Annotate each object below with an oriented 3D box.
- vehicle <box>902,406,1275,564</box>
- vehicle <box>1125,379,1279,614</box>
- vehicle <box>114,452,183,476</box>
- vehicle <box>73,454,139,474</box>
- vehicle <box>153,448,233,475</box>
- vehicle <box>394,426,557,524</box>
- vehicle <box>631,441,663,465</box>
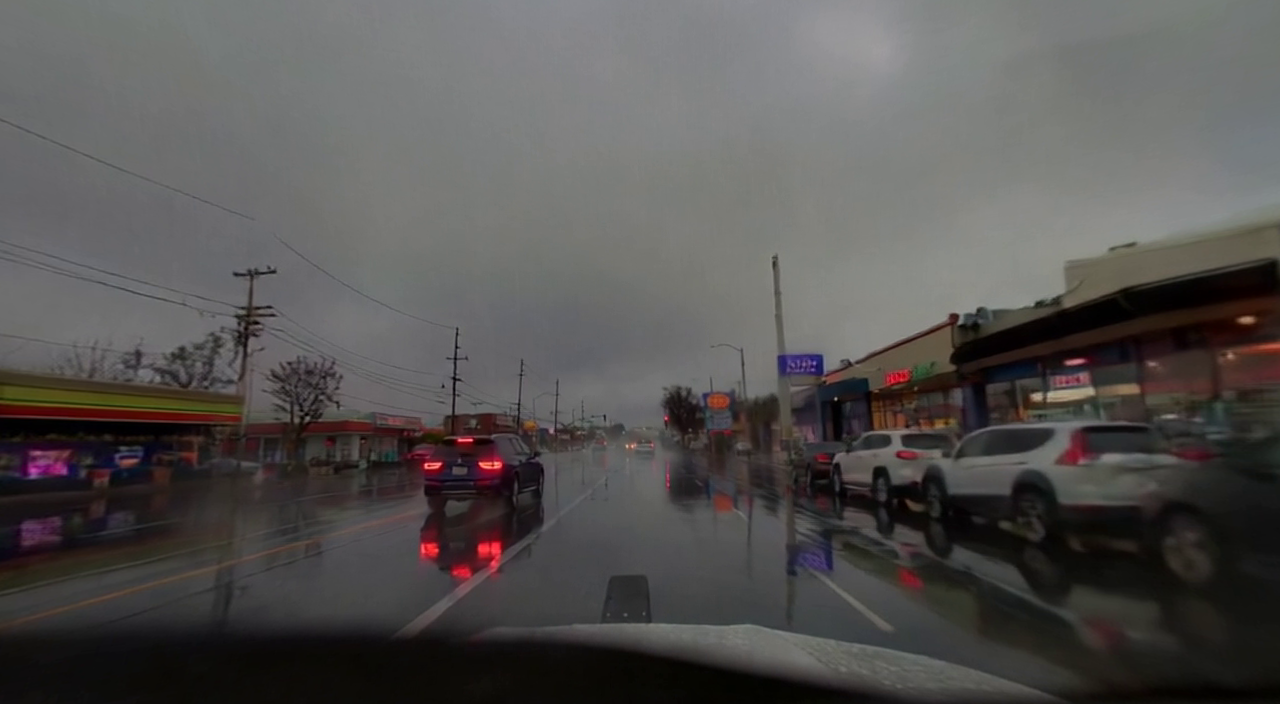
[{"bbox_3d":[6.370,1.968,10.089,2.116,1.836,5.235,0,-9,0],"label":"vehicle"},{"bbox_3d":[6.302,1.056,4.348,2.128,1.900,4.724,0,-9,1],"label":"vehicle"},{"bbox_3d":[-35.509,8.052,45.478,4.731,1.511,1.768,-5,-7,22],"label":"vehicle"},{"bbox_3d":[-39.988,8.366,47.206,4.129,1.442,1.732,-3,-9,18],"label":"vehicle"},{"bbox_3d":[-31.053,7.610,43.773,4.589,1.779,2.154,-3,-9,20],"label":"vehicle"},{"bbox_3d":[-3.086,2.436,12.953,2.049,1.646,4.445,0,-9,1],"label":"vehicle"},{"bbox_3d":[0.448,6.688,41.949,2.037,1.484,4.073,0,-9,0],"label":"vehicle"}]
